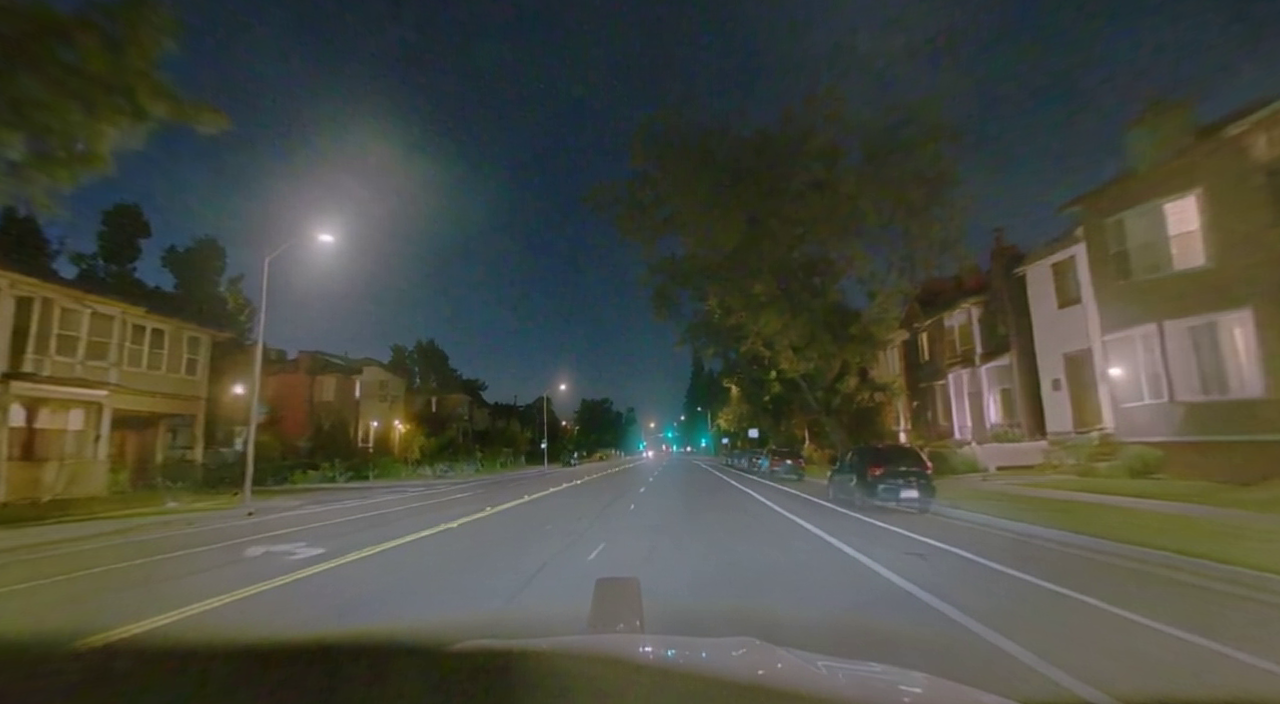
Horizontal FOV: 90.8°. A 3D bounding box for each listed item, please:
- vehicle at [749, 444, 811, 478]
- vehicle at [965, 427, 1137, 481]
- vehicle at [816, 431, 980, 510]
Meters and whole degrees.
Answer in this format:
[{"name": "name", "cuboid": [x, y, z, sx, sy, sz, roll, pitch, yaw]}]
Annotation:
[{"name": "vehicle", "cuboid": [6.693, 5.229, 30.674, 1.938, 1.464, 4.390, -1, -8, -1]}, {"name": "vehicle", "cuboid": [14.118, 3.531, 21.999, 4.319, 1.760, 2.300, -1, -8, 4]}, {"name": "vehicle", "cuboid": [5.888, 2.809, 15.242, 1.971, 1.558, 4.895, -1, -9, 1]}]
